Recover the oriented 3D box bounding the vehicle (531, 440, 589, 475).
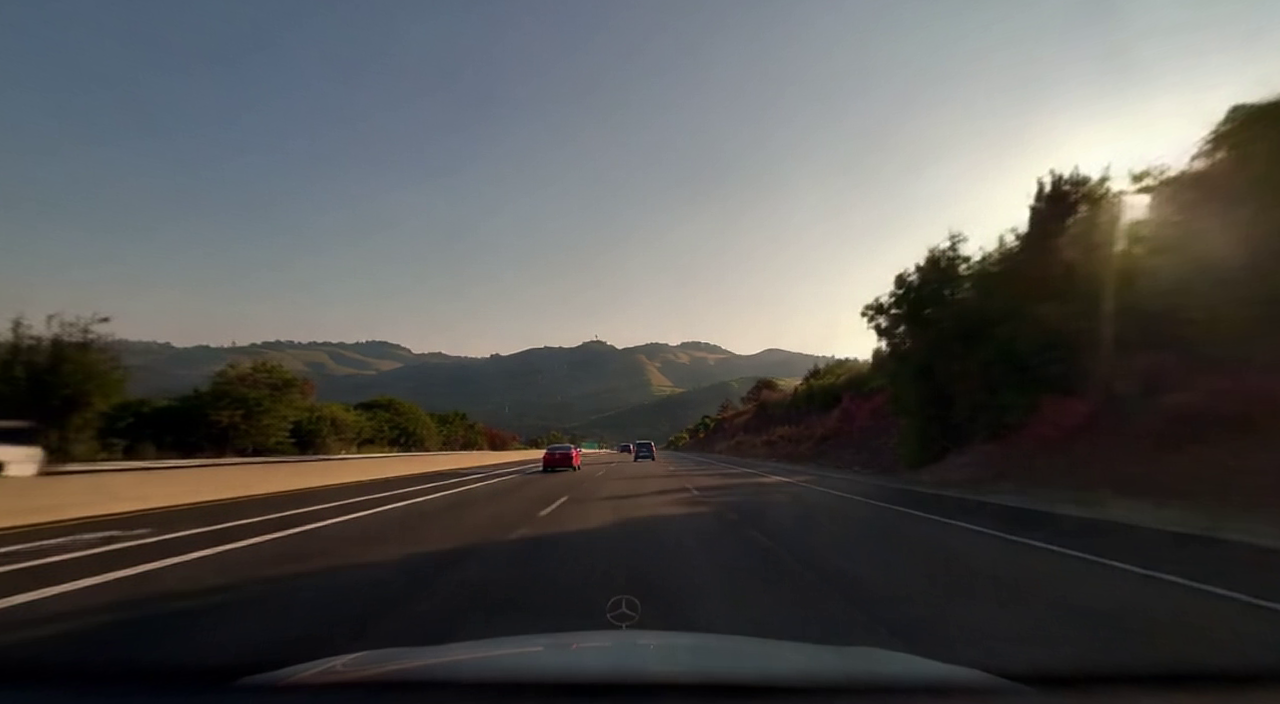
[{"bbox_3d":[-3.648,4.916,29.528,2.082,1.485,4.237,0,-8,1],"label":"vehicle"}]

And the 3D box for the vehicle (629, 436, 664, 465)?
[{"bbox_3d":[0.377,6.704,42.956,2.272,1.836,4.866,0,-8,-1],"label":"vehicle"}]
